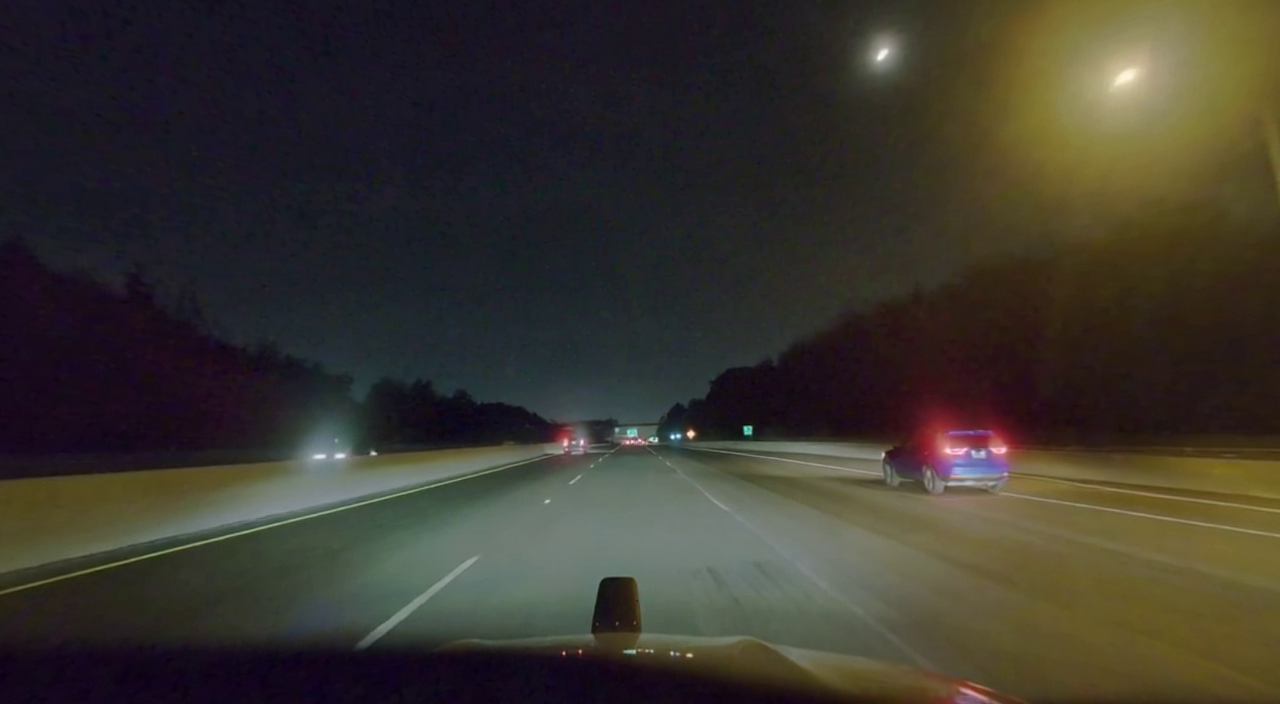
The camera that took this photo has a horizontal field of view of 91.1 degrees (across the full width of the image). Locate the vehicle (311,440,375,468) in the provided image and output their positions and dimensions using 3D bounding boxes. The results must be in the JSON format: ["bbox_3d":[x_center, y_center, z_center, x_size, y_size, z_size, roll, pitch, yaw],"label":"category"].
[{"bbox_3d":[-17.577,6.029,37.406,1.796,1.493,4.183,0,-8,-1],"label":"vehicle"}]

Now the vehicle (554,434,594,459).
[{"bbox_3d":[-4.026,5.829,38.991,2.032,1.465,4.316,0,-8,-1],"label":"vehicle"}]

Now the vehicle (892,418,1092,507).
[{"bbox_3d":[7.265,2.295,13.548,1.956,1.634,3.935,0,-8,-1],"label":"vehicle"}]
